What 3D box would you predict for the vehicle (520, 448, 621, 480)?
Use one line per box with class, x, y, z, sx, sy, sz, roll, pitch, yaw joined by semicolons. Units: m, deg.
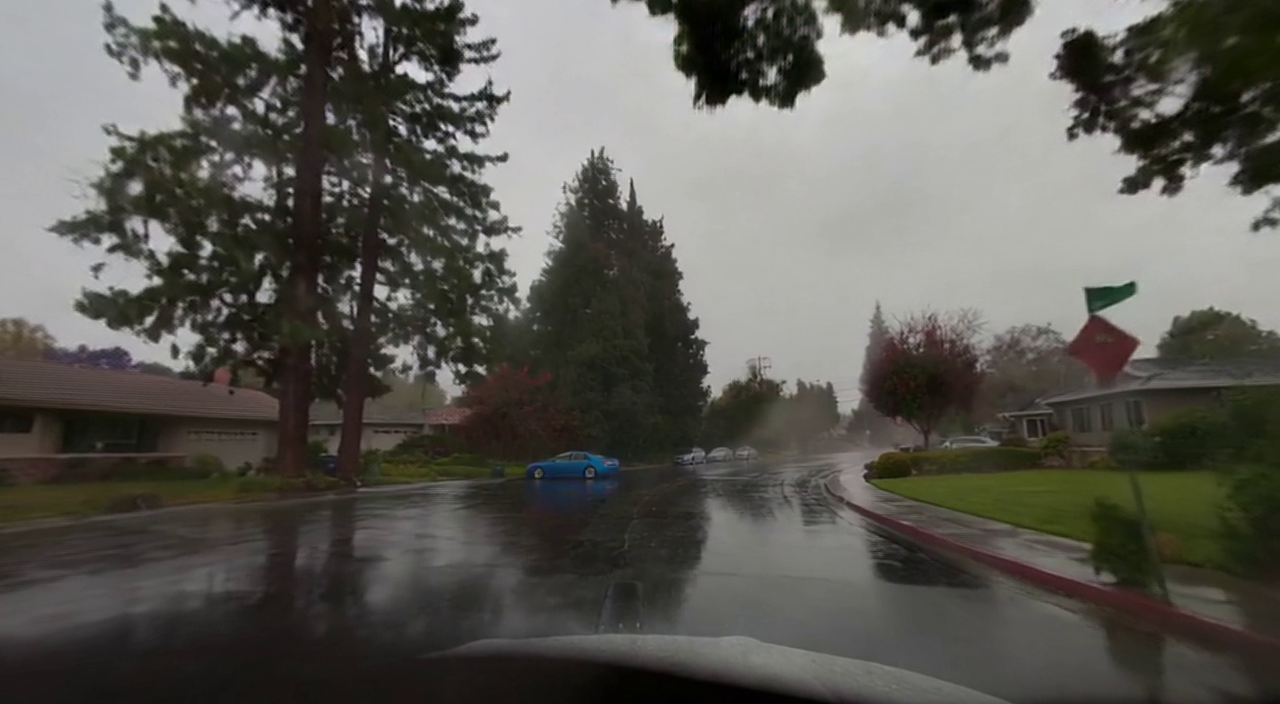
vehicle;-3.432;5.569;31.537;4.653;1.480;1.871;-2;-9;15
